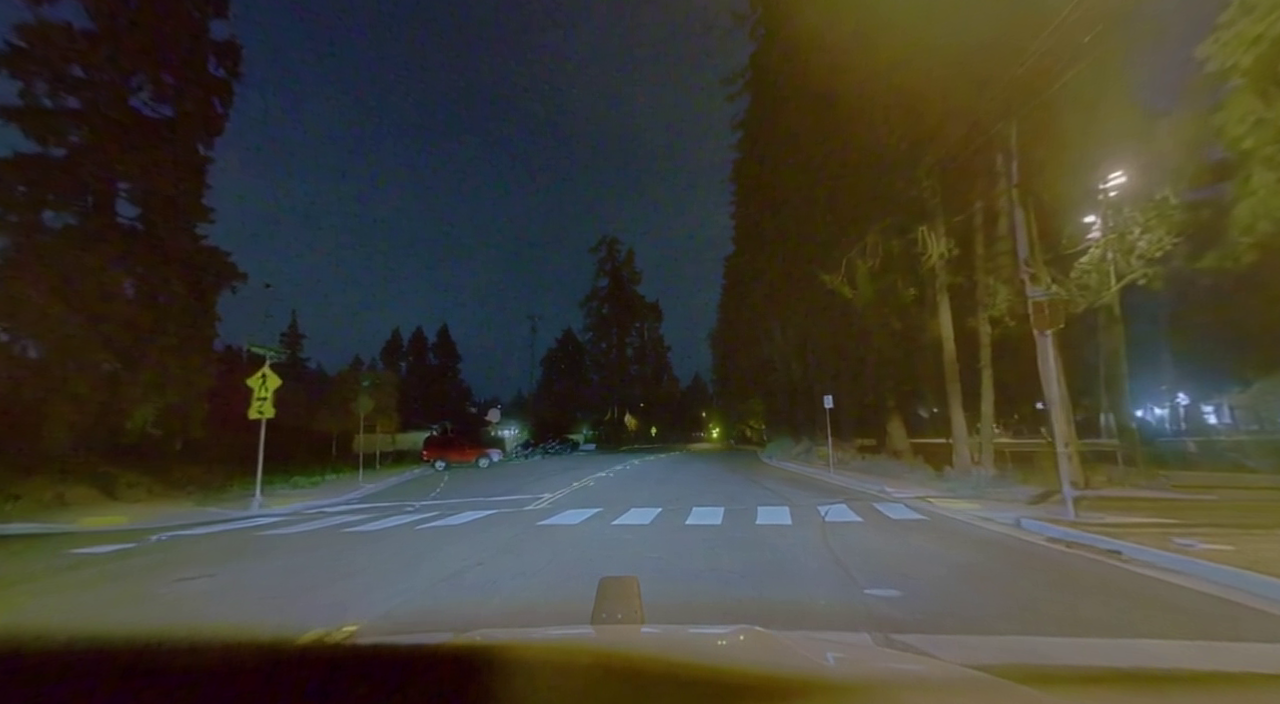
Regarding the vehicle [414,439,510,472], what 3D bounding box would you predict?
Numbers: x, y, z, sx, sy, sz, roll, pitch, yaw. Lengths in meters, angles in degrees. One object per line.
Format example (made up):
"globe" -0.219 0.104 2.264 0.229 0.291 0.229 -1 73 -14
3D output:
"vehicle" -9.085 5.265 32.372 4.377 1.596 1.836 -2 -9 14
